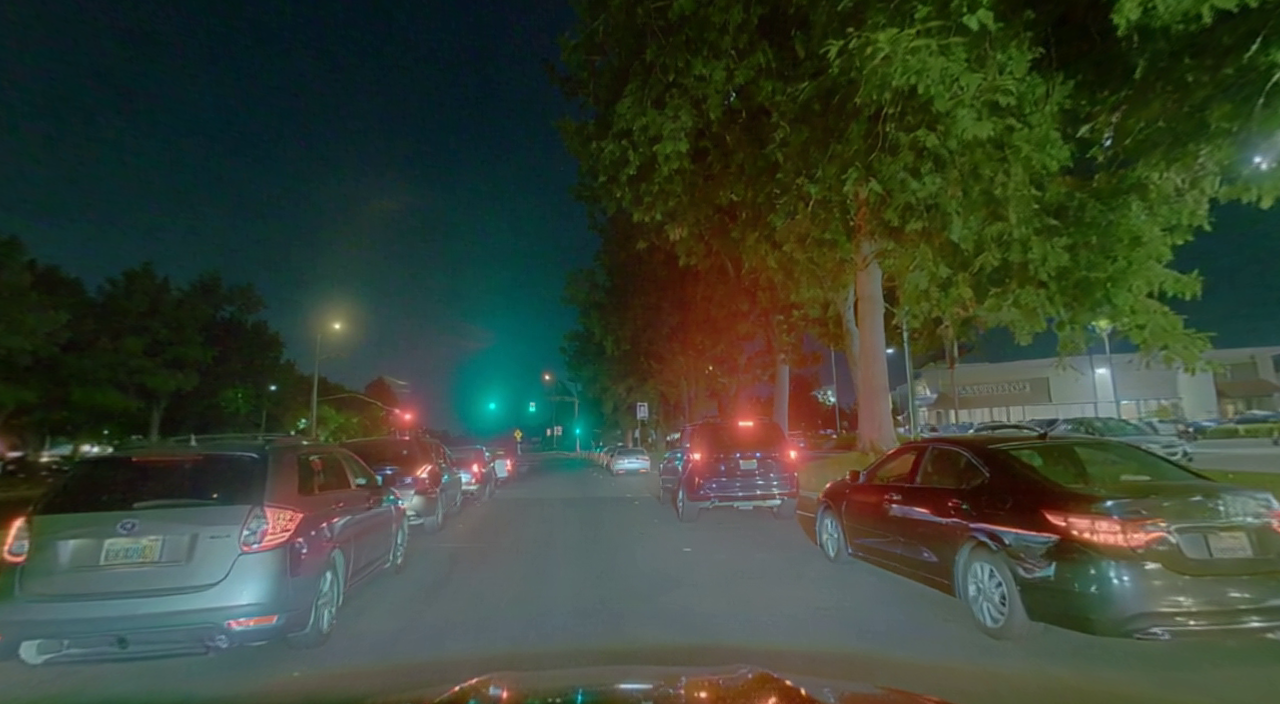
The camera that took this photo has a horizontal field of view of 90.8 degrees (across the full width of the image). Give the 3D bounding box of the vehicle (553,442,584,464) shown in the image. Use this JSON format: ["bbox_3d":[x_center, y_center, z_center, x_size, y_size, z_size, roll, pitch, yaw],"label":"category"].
[{"bbox_3d":[-5.262,7.393,46.484,2.095,1.473,4.301,1,-8,-6],"label":"vehicle"}]

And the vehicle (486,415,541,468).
[{"bbox_3d":[-8.381,6.091,42.862,2.820,3.263,7.986,1,-8,-6],"label":"vehicle"}]

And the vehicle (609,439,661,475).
[{"bbox_3d":[-0.310,4.809,29.171,1.910,1.493,4.490,1,-8,-7],"label":"vehicle"}]

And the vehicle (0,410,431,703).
[{"bbox_3d":[-2.888,1.339,5.089,1.968,1.497,4.286,2,-9,-15],"label":"vehicle"}]

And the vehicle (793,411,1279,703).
[{"bbox_3d":[3.150,1.404,5.609,1.904,1.494,4.864,1,-8,-6],"label":"vehicle"}]

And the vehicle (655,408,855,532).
[{"bbox_3d":[1.900,2.269,12.817,2.324,1.907,5.634,1,-8,-7],"label":"vehicle"}]
